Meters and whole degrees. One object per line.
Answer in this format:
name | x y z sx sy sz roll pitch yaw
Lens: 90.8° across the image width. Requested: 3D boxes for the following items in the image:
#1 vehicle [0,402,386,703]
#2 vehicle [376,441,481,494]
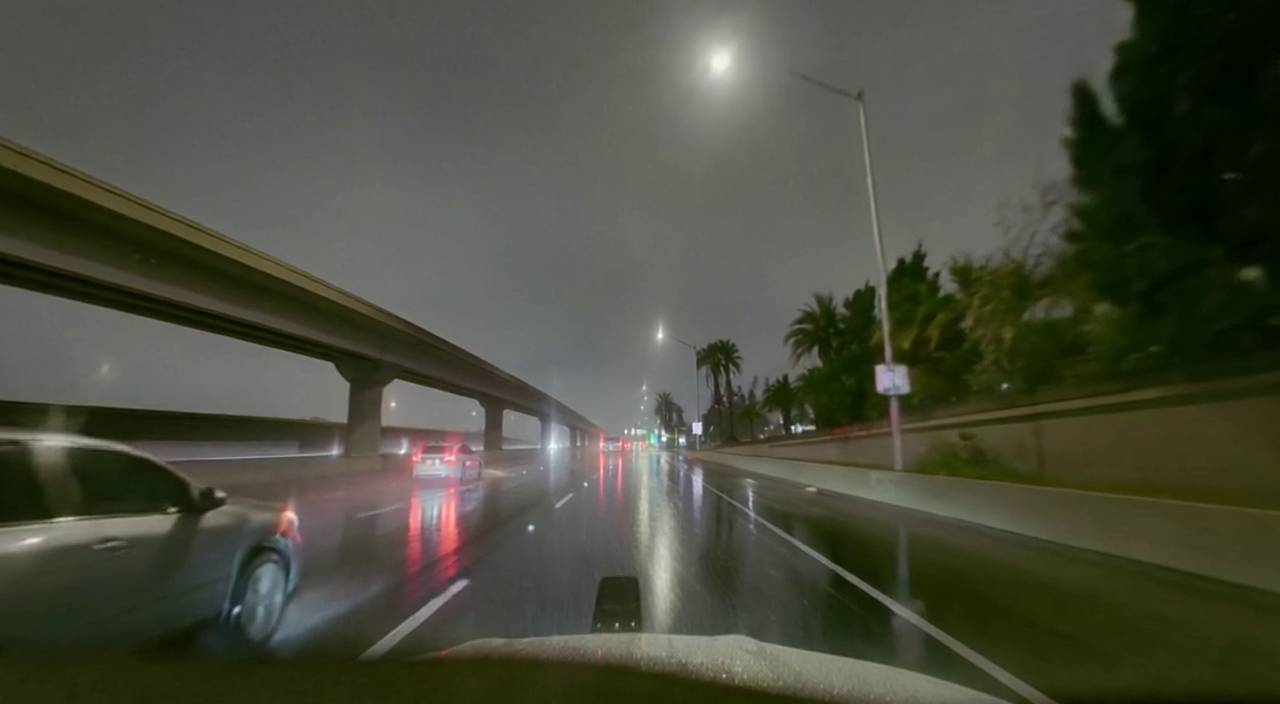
vehicle | -3.364 1.118 3.481 1.978 1.499 4.695 0 -9 0
vehicle | -6.672 3.659 20.457 1.914 1.503 4.268 0 -9 0
